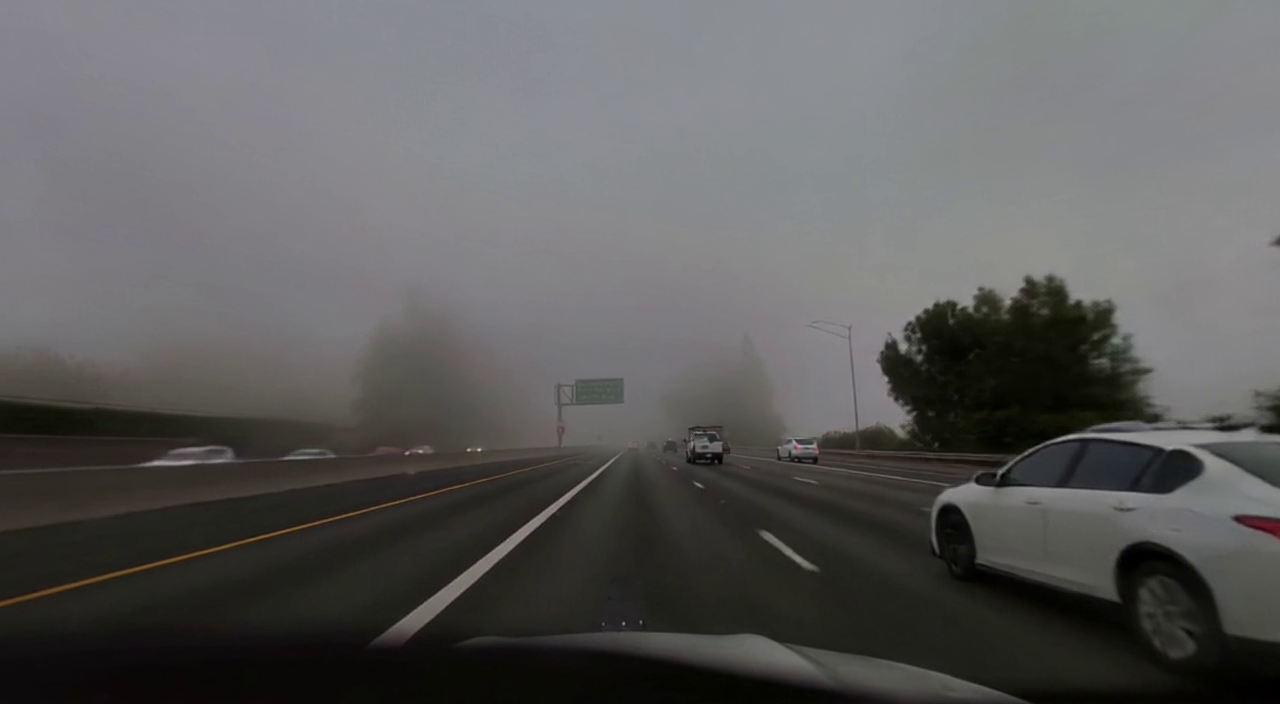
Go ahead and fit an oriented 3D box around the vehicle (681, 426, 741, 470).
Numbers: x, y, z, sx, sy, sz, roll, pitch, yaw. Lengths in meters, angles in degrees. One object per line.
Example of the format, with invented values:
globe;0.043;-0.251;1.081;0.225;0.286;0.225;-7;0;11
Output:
vehicle;3.399;4.767;31.399;2.218;1.964;5.662;0;-8;-1

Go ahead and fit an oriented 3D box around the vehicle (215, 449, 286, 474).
vehicle;-25.117;7.054;40.898;1.808;1.488;4.402;0;-8;0

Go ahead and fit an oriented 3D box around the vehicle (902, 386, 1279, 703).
vehicle;3.610;1.102;3.903;1.978;1.535;4.705;0;-8;1

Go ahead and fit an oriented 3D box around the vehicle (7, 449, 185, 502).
vehicle;-17.591;3.974;20.759;1.828;1.468;4.491;0;-8;0

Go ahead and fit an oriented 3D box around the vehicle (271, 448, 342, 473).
vehicle;-20.957;6.821;39.894;1.915;1.450;4.661;0;-8;0

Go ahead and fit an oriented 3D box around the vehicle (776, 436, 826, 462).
vehicle;10.833;6.557;42.794;2.045;1.658;4.598;0;-8;-2
